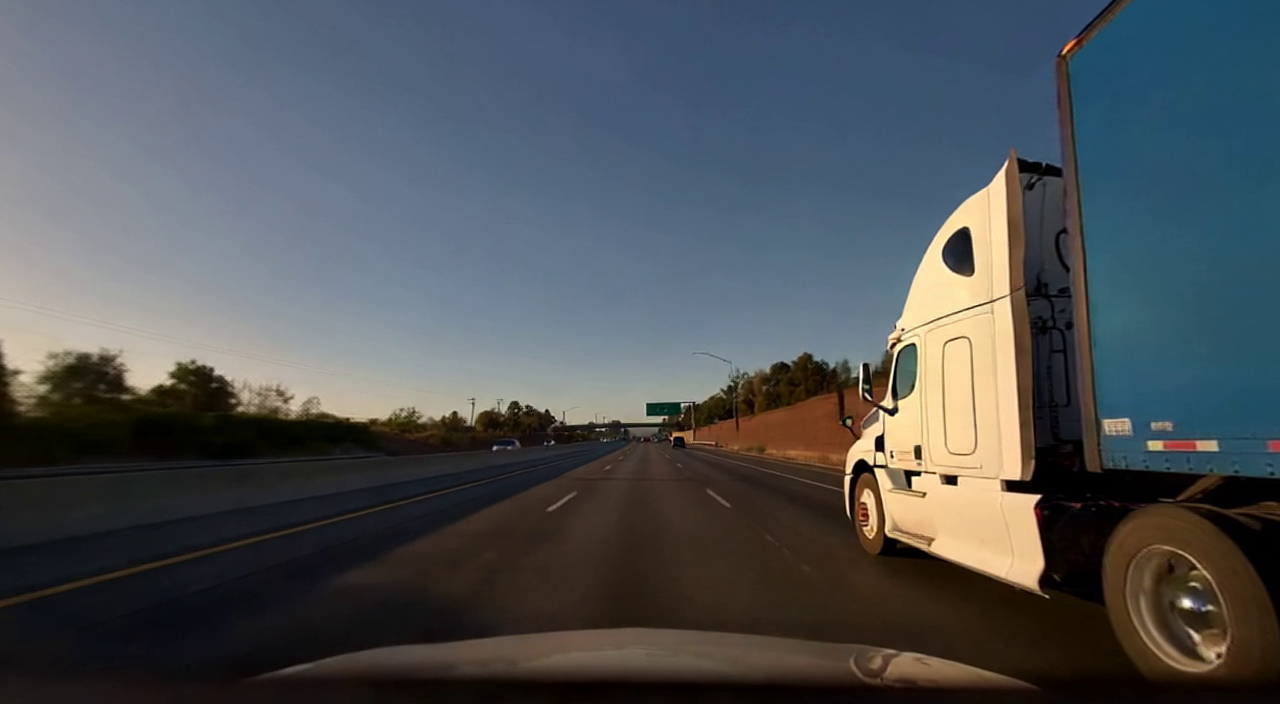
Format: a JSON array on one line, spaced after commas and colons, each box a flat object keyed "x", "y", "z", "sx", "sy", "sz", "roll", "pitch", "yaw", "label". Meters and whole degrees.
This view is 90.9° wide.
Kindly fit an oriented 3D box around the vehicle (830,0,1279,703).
[{"x": 3.626, "y": -0.242, "z": 2.356, "sx": 3.012, "sy": 3.768, "sz": 8.945, "roll": 0, "pitch": -8, "yaw": 0, "label": "vehicle"}]
